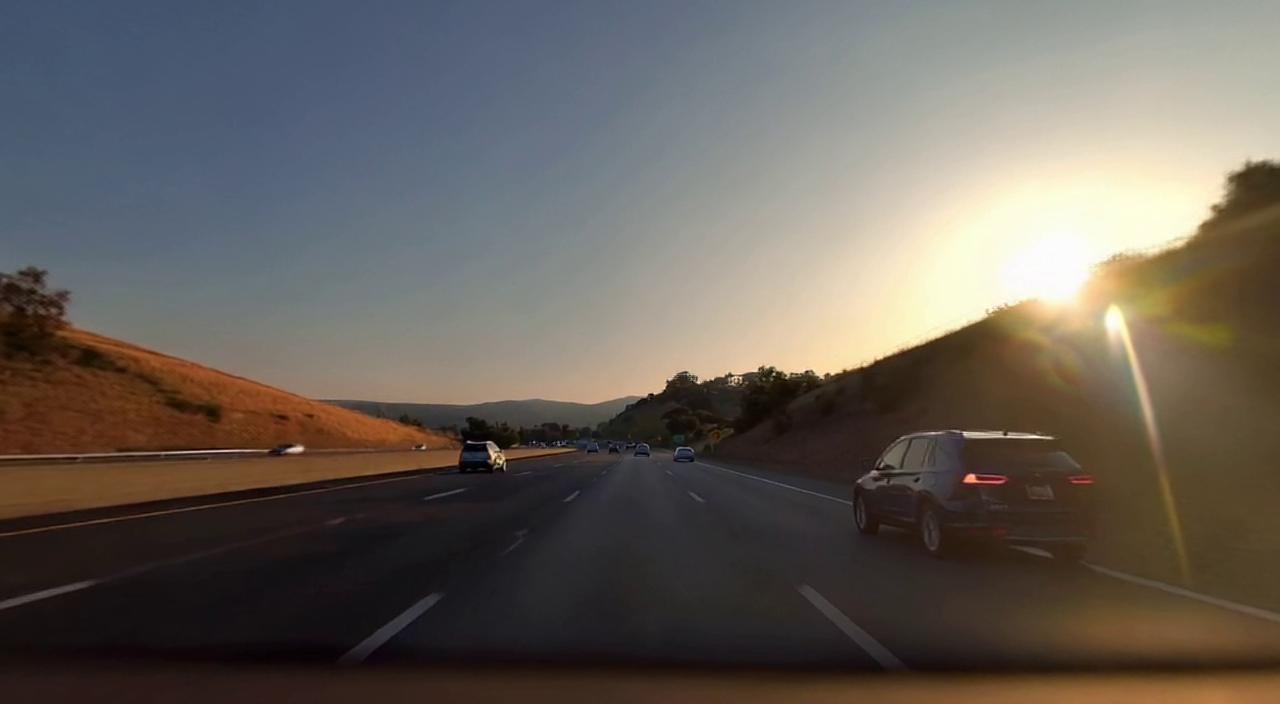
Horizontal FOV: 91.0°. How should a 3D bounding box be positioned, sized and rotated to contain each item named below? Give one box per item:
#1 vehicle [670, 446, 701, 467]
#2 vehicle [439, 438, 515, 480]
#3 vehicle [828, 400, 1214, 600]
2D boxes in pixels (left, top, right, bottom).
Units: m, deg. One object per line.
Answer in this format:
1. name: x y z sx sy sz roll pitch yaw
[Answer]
1. vehicle: 3.401 7.939 47.941 2.038 1.497 4.167 0 -9 -1
2. vehicle: -7.223 4.801 28.531 2.095 1.696 4.680 0 -9 1
3. vehicle: 4.310 1.753 8.362 2.153 1.860 4.689 0 -9 0
